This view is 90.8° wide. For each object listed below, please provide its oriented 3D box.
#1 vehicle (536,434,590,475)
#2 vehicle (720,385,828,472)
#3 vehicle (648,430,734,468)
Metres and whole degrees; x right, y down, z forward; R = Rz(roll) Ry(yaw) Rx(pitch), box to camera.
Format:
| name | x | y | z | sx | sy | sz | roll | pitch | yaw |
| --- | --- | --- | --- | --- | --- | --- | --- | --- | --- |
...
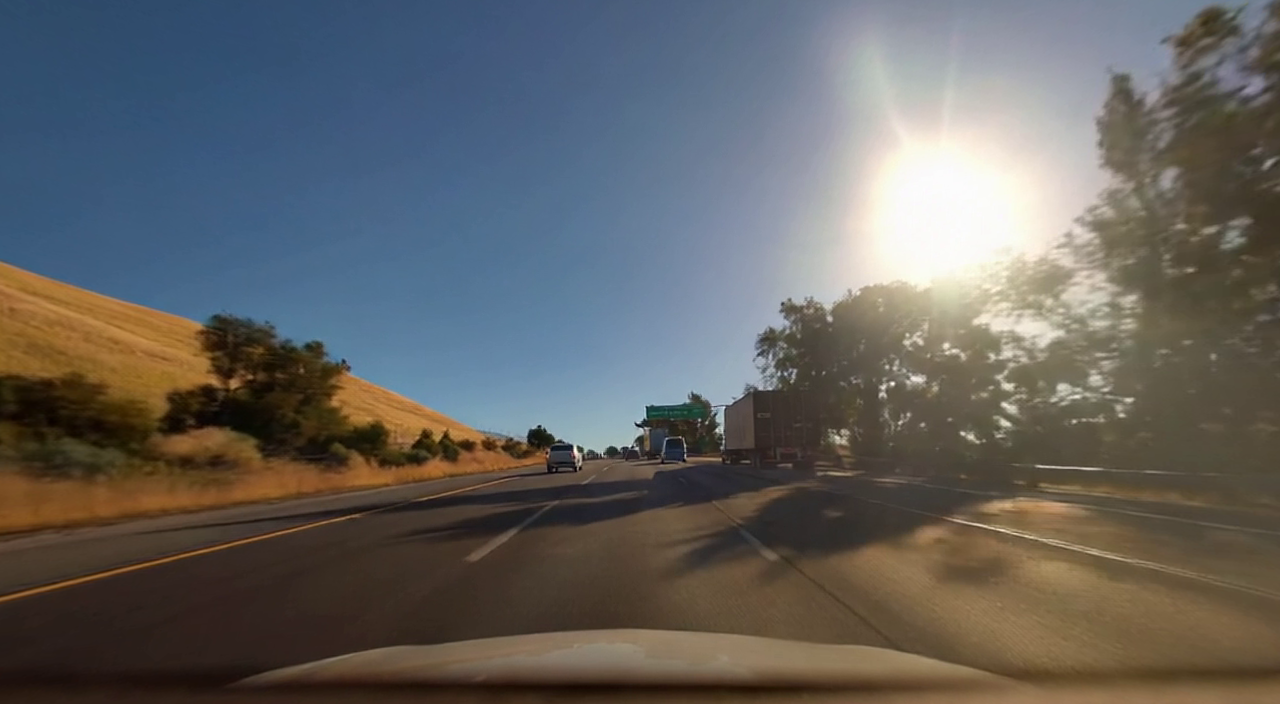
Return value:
| name | x | y | z | sx | sy | sz | roll | pitch | yaw |
| --- | --- | --- | --- | --- | --- | --- | --- | --- | --- |
| vehicle | -3.950 | 5.373 | 33.297 | 2.193 | 1.977 | 4.759 | 0 | -9 | 0 |
| vehicle | 7.524 | 4.948 | 38.893 | 2.935 | 4.187 | 16.357 | 0 | -9 | -1 |
| vehicle | 3.126 | 6.055 | 39.507 | 5.075 | 2.277 | 2.365 | 0 | -9 | -2 |
